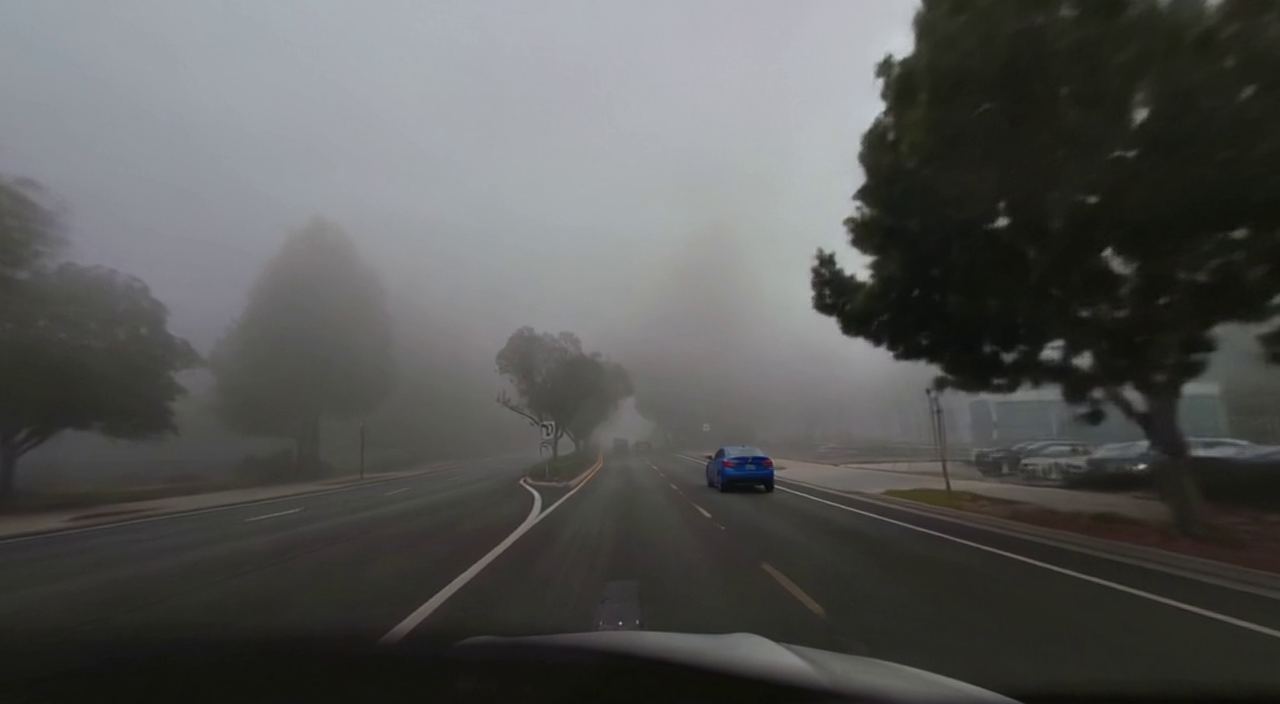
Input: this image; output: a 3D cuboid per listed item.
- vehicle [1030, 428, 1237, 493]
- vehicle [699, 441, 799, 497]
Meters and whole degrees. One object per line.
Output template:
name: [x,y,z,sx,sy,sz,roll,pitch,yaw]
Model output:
vehicle: [19.913,4.446,25.730,6.229,1.865,2.595,-4,-15,-6]
vehicle: [3.193,3.546,19.580,2.114,1.493,4.430,0,-9,-3]
